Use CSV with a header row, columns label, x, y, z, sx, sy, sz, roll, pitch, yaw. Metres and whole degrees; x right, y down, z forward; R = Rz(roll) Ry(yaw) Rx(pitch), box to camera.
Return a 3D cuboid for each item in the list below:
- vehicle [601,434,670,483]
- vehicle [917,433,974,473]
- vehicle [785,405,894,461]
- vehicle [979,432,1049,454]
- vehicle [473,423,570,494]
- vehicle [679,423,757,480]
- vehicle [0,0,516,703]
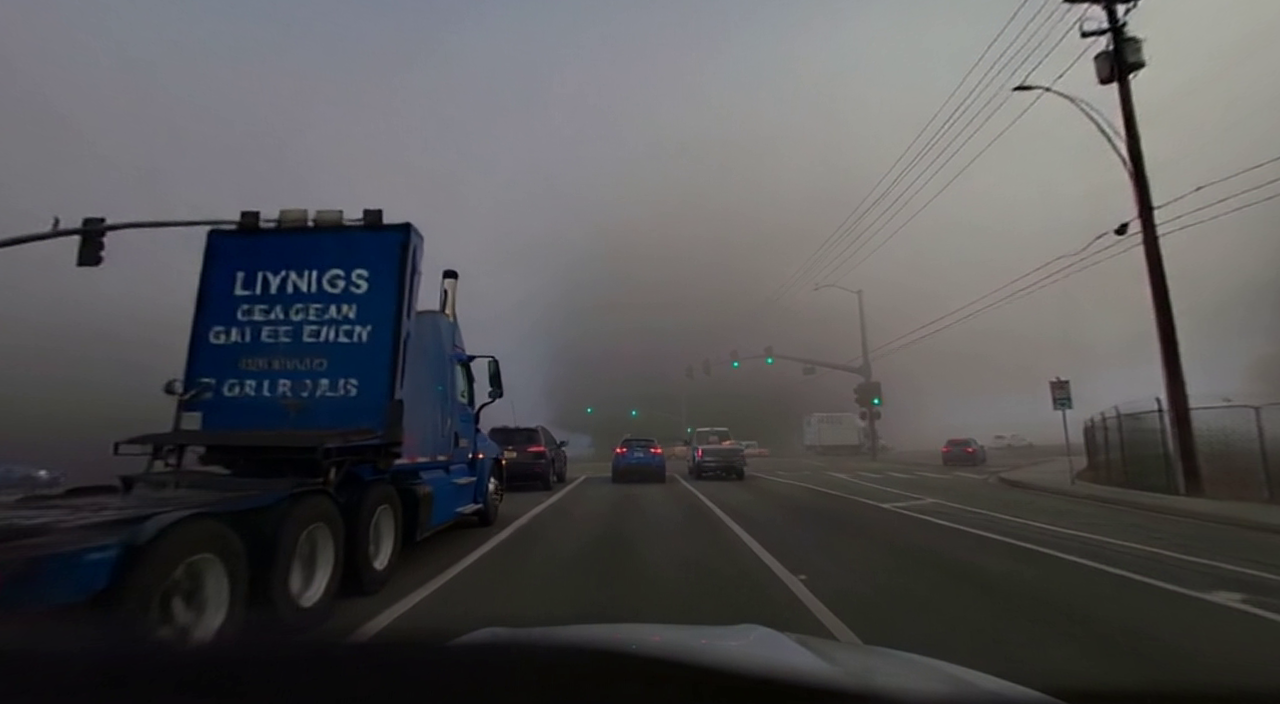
label,x,y,z,sx,sy,sz,roll,pitch,yaw
vehicle,-0.182,3.584,21.539,2.117,1.499,4.036,0,-8,-1
vehicle,14.313,4.665,29.441,2.102,1.662,4.533,-5,-9,27
vehicle,13.278,5.419,42.121,6.670,3.450,2.666,3,-9,-23
vehicle,29.221,7.084,49.288,5.208,1.624,1.927,4,-9,-24
vehicle,-3.292,3.065,18.519,1.994,1.806,4.564,0,-8,0
vehicle,2.701,3.592,23.022,2.086,1.849,4.607,0,-8,-2
vehicle,-3.415,0.478,5.851,2.889,3.347,8.285,0,-8,0
